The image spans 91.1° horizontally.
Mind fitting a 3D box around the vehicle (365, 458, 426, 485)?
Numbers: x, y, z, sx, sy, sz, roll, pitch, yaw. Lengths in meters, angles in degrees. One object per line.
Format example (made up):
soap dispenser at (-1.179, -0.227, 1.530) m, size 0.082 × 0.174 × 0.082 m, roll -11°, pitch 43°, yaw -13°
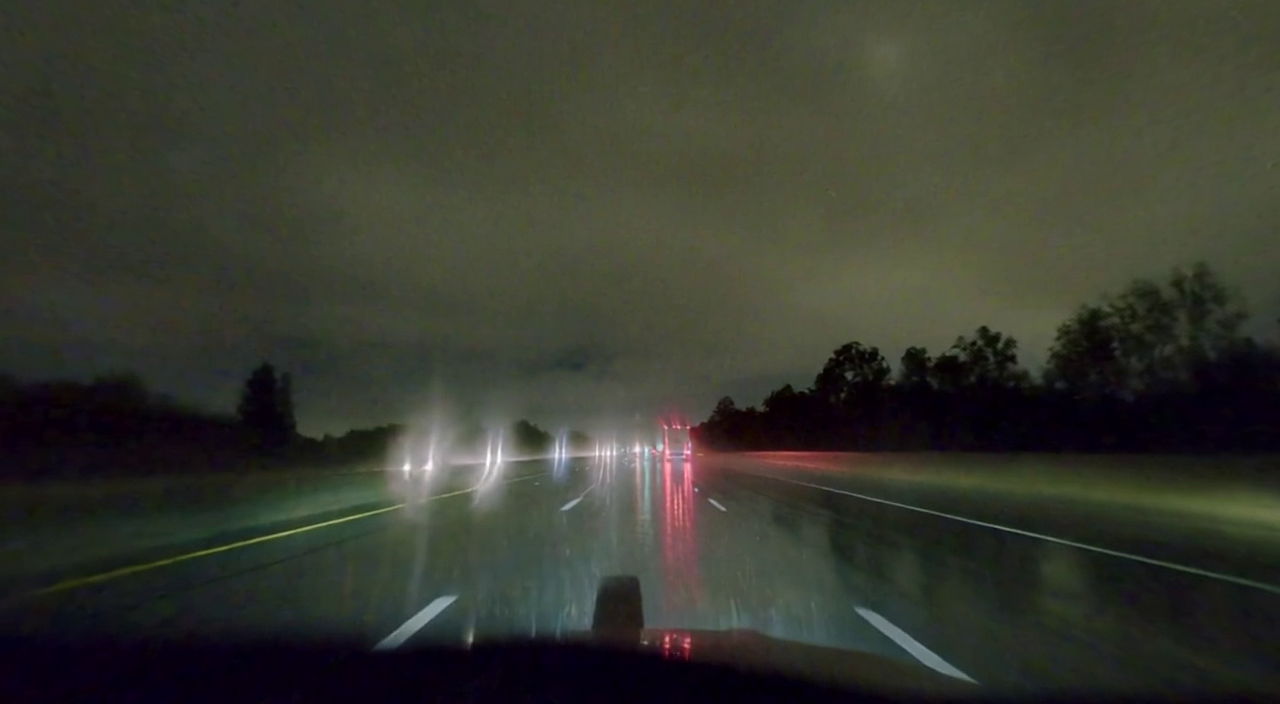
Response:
vehicle at (-15.429, 7.560, 39.908) m, size 1.992 × 1.500 × 4.845 m, roll 0°, pitch -9°, yaw -1°
